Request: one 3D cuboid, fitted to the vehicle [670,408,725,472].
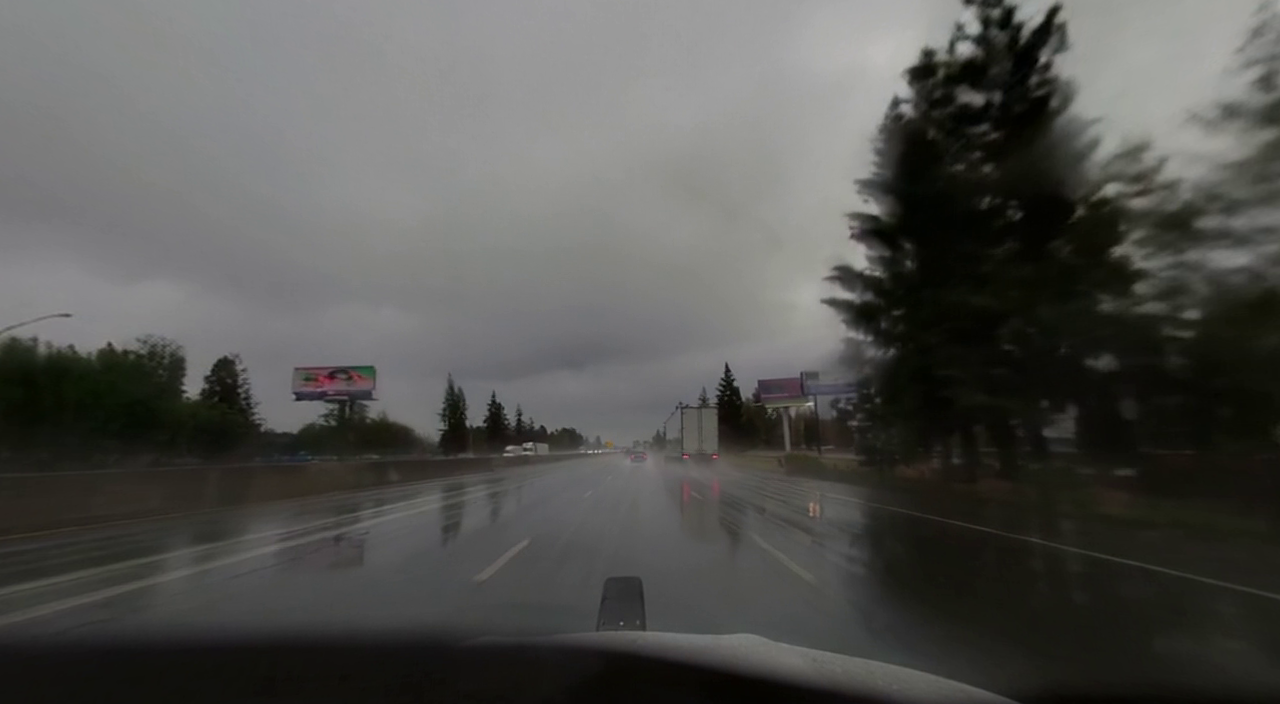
[{"bbox_3d":[4.175,6.891,49.102,3.058,4.312,12.251,0,-9,0],"label":"vehicle"}]
